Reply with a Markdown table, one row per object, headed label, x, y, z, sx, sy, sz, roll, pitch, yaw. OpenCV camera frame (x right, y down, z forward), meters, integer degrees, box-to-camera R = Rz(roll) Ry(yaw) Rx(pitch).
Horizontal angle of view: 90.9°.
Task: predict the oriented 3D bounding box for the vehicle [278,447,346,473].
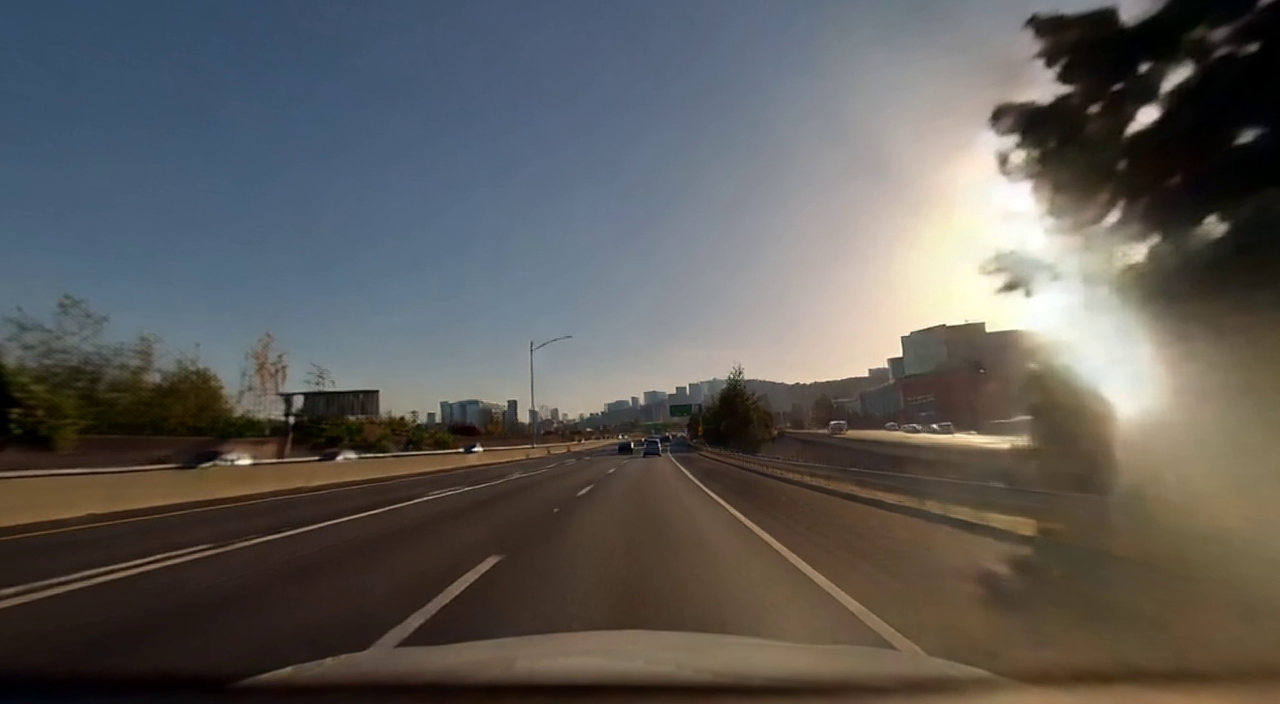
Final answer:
| label | x | y | z | sx | sy | sz | roll | pitch | yaw |
| --- | --- | --- | --- | --- | --- | --- | --- | --- | --- |
| vehicle | -20.330 | 6.690 | 39.316 | 1.805 | 1.444 | 4.489 | -1 | -8 | 1 |

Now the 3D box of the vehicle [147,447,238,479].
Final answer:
| label | x | y | z | sx | sy | sz | roll | pitch | yaw |
| --- | --- | --- | --- | --- | --- | --- | --- | --- | --- |
| vehicle | -24.713 | 6.116 | 35.023 | 1.898 | 1.575 | 4.253 | -1 | -8 | 1 |
